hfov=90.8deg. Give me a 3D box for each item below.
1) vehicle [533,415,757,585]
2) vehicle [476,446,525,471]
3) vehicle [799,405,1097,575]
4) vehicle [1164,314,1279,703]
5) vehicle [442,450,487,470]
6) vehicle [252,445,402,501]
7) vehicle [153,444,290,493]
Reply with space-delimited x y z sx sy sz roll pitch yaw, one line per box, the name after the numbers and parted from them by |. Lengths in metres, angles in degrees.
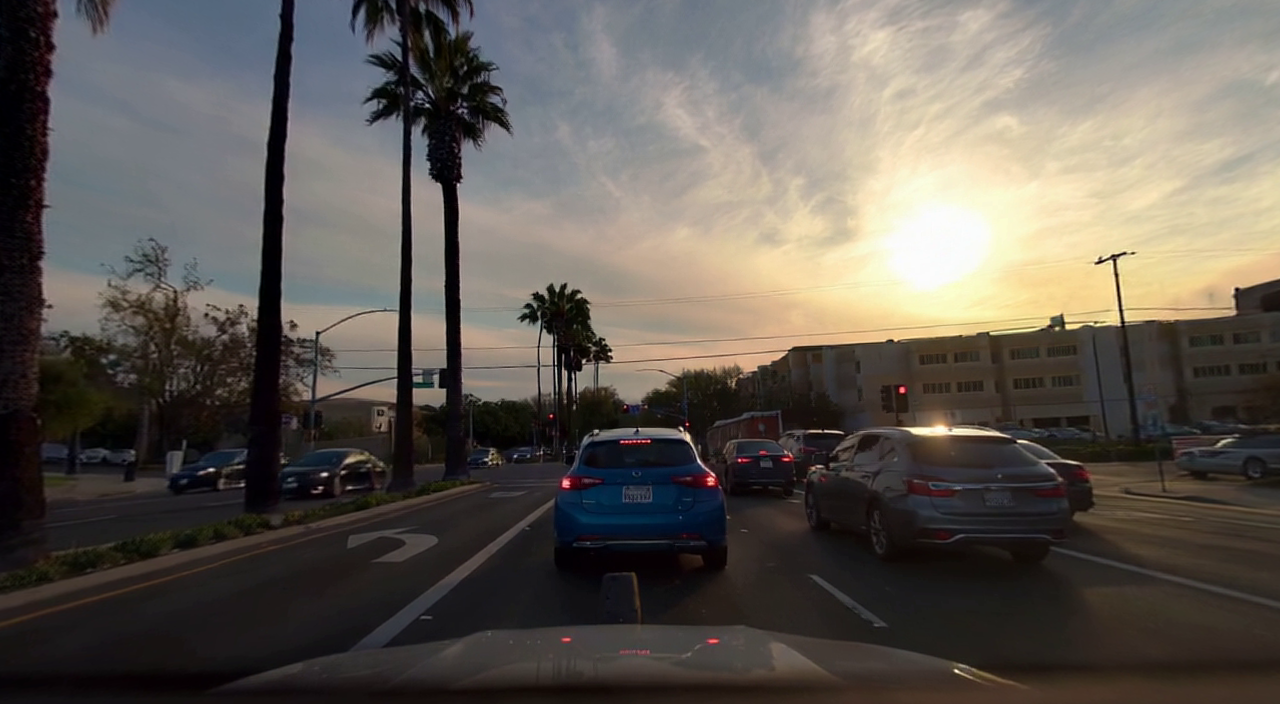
0.038 1.688 7.977 2.083 1.572 4.021 0 -9 0 | vehicle
-8.595 6.580 39.291 1.975 1.478 4.670 0 -9 0 | vehicle
3.685 1.724 8.605 1.947 1.725 4.159 0 -9 0 | vehicle
3.390 0.452 0.158 2.171 1.806 5.058 0 -9 0 | vehicle
-12.289 7.597 44.516 1.946 1.347 4.021 0 -9 1 | vehicle
-9.170 3.554 19.034 2.168 1.462 4.505 0 -9 0 | vehicle
-16.458 4.564 25.230 2.167 1.737 4.824 0 -9 0 | vehicle
